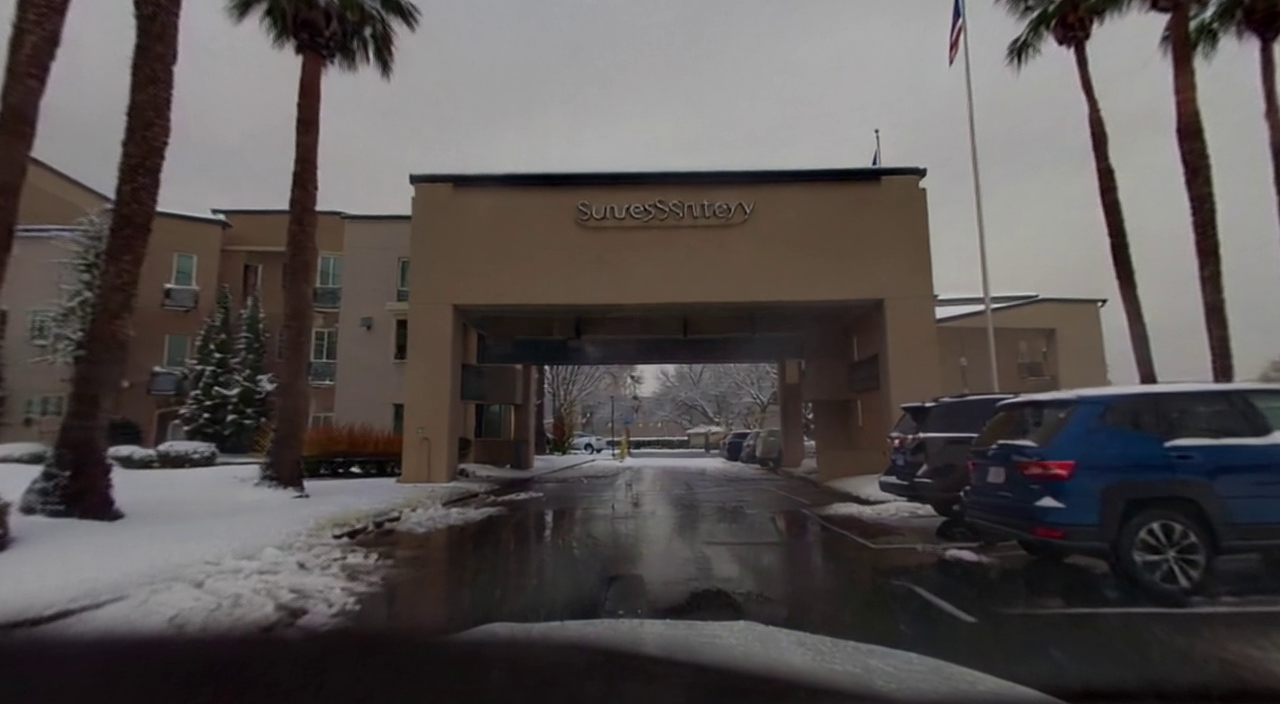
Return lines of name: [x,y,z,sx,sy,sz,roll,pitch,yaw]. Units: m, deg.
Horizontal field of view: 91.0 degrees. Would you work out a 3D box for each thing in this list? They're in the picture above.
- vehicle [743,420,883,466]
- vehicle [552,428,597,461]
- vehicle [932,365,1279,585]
vehicle: [6.958,3.763,25.856,5.254,1.793,1.998,-1,-9,8]
vehicle: [-4.143,5.881,40.308,1.943,1.890,4.472,1,-7,6]
vehicle: [5.541,1.097,5.934,4.567,1.723,1.926,-1,-9,4]
